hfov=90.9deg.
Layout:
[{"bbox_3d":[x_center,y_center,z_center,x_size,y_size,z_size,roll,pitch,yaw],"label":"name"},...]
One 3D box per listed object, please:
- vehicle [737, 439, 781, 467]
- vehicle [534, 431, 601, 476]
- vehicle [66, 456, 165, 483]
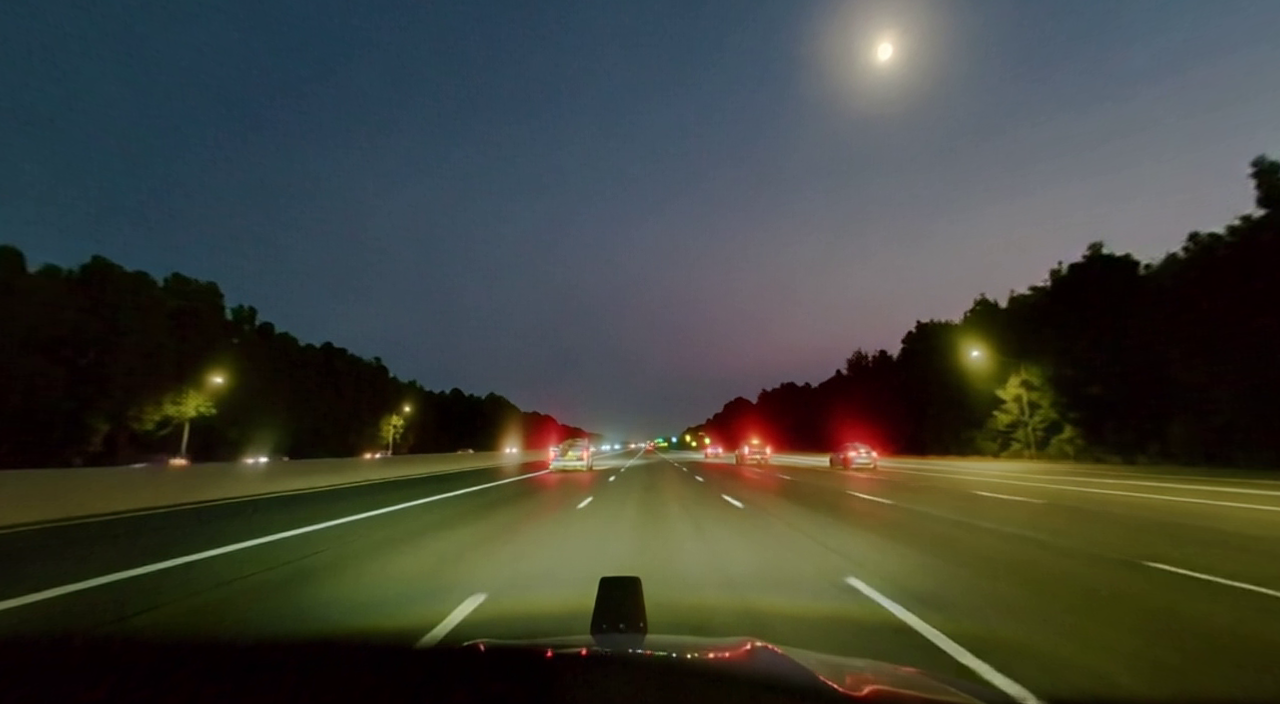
[{"bbox_3d":[7.674,6.521,40.991,2.063,1.706,4.259,0,-8,0],"label":"vehicle"},{"bbox_3d":[-3.333,4.819,30.086,2.453,1.952,5.320,0,-8,1],"label":"vehicle"},{"bbox_3d":[-32.065,7.162,38.721,1.859,1.485,4.827,0,-8,1],"label":"vehicle"}]
